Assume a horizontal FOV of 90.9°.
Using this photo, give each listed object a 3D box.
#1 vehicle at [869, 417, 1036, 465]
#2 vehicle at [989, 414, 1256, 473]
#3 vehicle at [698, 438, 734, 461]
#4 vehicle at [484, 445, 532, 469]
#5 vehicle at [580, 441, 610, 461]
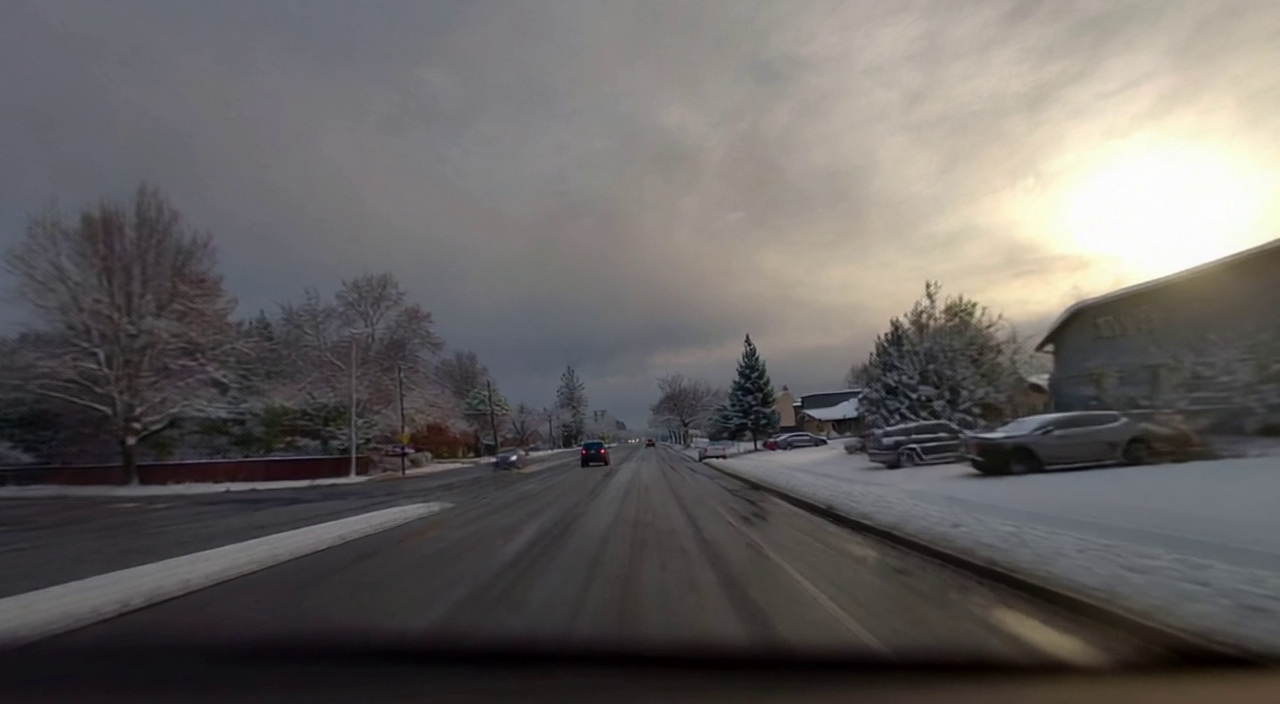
[{"bbox_3d":[10.451,3.025,21.365,4.606,1.525,1.932,0,-8,-1],"label":"vehicle"},{"bbox_3d":[10.550,2.033,14.020,4.489,1.208,1.800,0,-8,-2],"label":"vehicle"},{"bbox_3d":[5.406,7.034,45.564,1.995,1.546,4.474,0,-8,-1],"label":"vehicle"},{"bbox_3d":[-8.567,6.853,41.373,2.027,1.522,4.469,-1,-8,2],"label":"vehicle"},{"bbox_3d":[-3.332,7.432,47.362,1.973,1.400,3.915,0,-8,0],"label":"vehicle"}]
